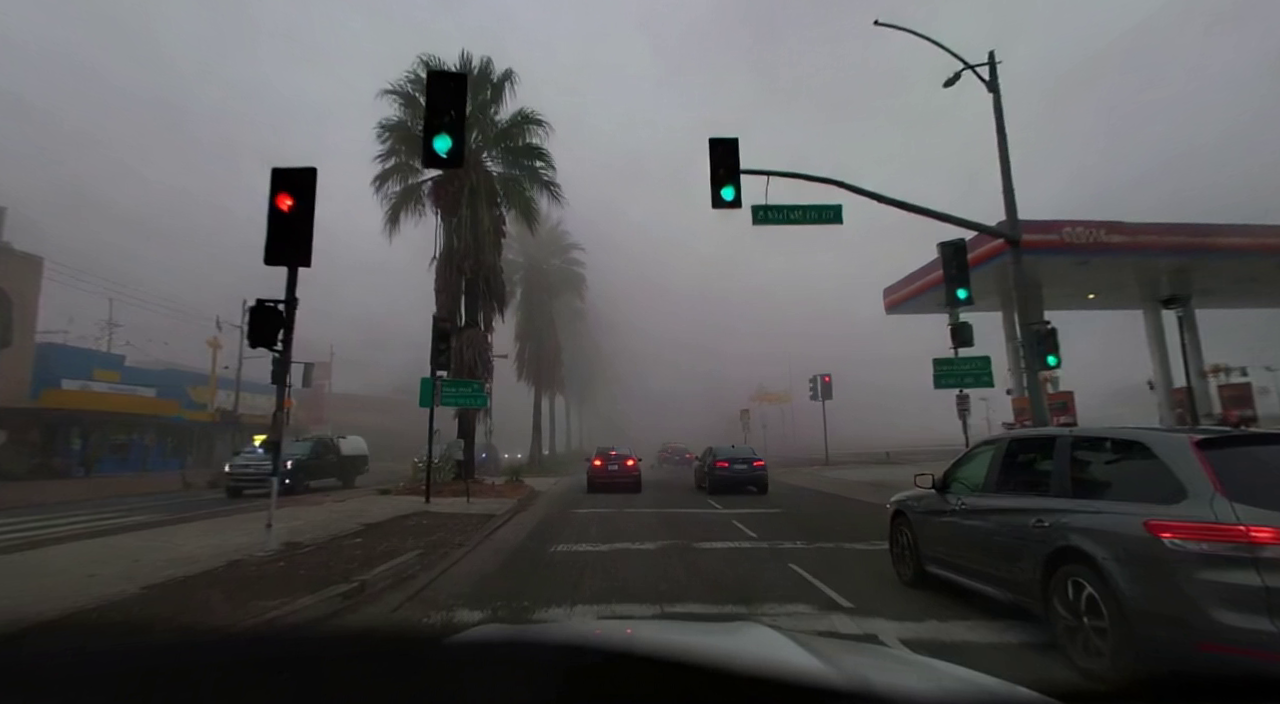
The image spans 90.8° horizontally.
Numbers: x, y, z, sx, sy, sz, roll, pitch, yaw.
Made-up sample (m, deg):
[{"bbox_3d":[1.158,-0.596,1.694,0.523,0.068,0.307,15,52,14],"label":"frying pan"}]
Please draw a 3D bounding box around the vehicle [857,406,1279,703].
[{"bbox_3d":[3.364,1.263,4.560,1.987,1.474,4.198,0,-9,-2],"label":"vehicle"}]

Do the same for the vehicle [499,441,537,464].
[{"bbox_3d":[-9.471,7.821,49.397,1.980,1.719,4.963,0,-9,1],"label":"vehicle"}]

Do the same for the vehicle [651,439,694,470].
[{"bbox_3d":[1.979,6.510,40.423,2.299,1.803,5.434,0,-9,-2],"label":"vehicle"}]

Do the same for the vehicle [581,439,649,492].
[{"bbox_3d":[-0.834,3.702,20.916,2.021,1.550,4.090,0,-9,-2],"label":"vehicle"}]

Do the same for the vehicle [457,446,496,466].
[{"bbox_3d":[-12.881,8.178,49.987,1.908,1.506,4.397,0,-9,0],"label":"vehicle"}]

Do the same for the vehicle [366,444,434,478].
[{"bbox_3d":[-12.997,5.910,34.540,2.006,1.737,4.537,0,-9,-1],"label":"vehicle"}]

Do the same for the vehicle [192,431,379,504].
[{"bbox_3d":[-10.384,3.431,19.252,2.252,1.871,5.727,0,-9,2],"label":"vehicle"}]

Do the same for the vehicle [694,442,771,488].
[{"bbox_3d":[3.139,3.928,22.356,1.889,1.448,4.262,0,-9,-3],"label":"vehicle"}]
